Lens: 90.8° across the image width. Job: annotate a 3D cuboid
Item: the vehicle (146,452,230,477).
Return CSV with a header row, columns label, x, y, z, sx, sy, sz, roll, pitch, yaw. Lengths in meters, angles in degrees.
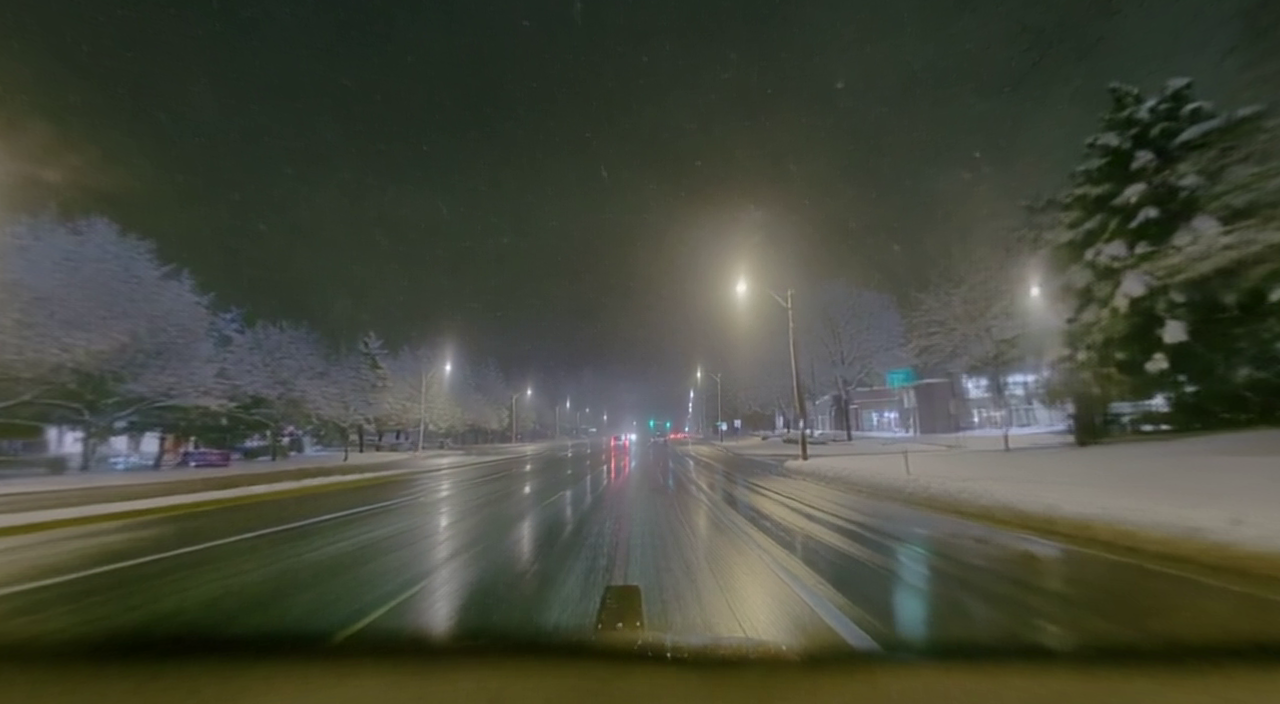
label,x,y,z,sx,sy,sz,roll,pitch,yaw
vehicle,-33.322,8.270,46.628,4.743,1.760,2.046,-1,-9,5
